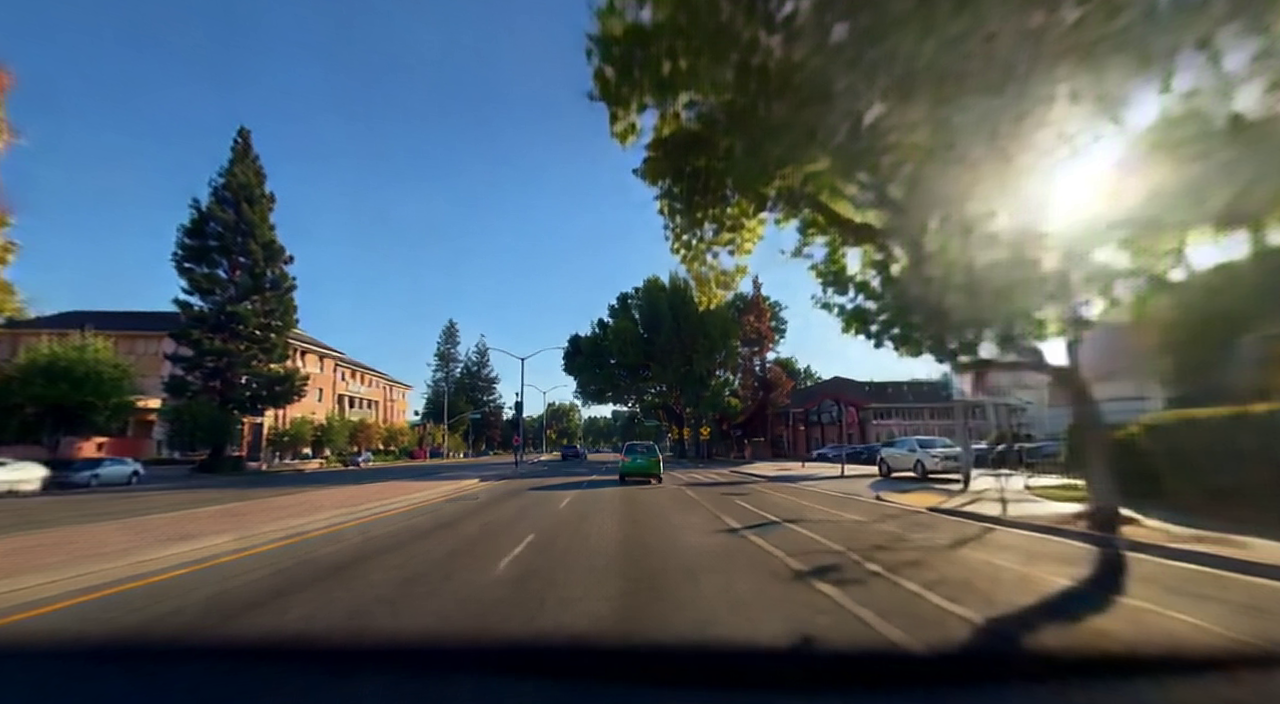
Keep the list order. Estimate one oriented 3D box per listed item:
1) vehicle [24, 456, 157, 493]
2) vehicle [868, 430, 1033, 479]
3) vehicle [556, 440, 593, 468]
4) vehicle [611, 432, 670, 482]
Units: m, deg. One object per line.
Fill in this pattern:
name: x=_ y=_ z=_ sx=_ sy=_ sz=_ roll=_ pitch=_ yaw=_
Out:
vehicle: x=-26.247 y=5.826 z=30.472 sx=1.955 sy=1.540 sz=5.041 roll=0 pitch=-9 yaw=-1
vehicle: x=12.399 y=4.123 z=25.544 sx=5.506 sy=1.850 sz=2.156 roll=0 pitch=-9 yaw=0
vehicle: x=-4.530 y=7.180 z=44.541 sx=2.202 sy=1.856 sz=4.516 roll=0 pitch=-8 yaw=-1
vehicle: x=-0.043 y=4.450 z=26.998 sx=2.273 sy=1.909 sz=5.075 roll=0 pitch=-9 yaw=-1
